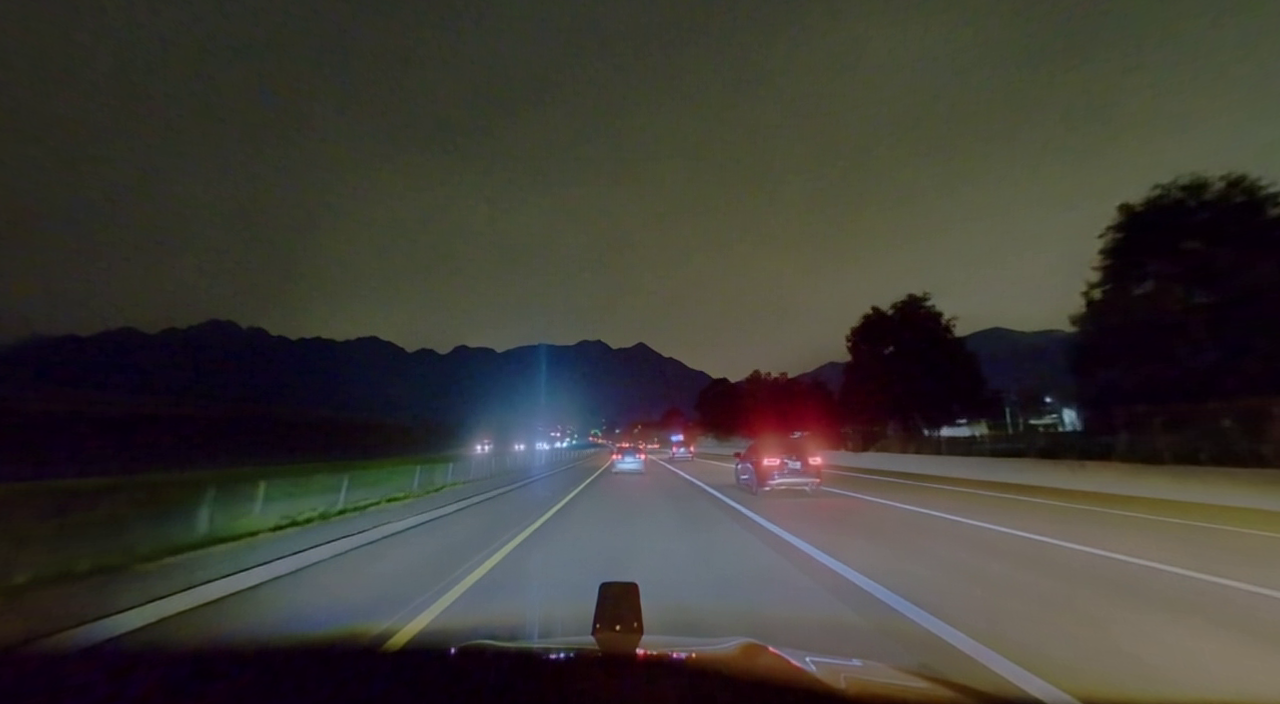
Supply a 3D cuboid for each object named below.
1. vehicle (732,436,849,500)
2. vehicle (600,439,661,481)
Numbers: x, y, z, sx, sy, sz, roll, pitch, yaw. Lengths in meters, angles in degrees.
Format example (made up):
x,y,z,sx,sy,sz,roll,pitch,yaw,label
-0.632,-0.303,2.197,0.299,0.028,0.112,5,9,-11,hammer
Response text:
x,y,z,sx,sy,sz,roll,pitch,yaw,label
3.796,3.007,16.725,1.957,1.447,4.241,0,-8,-1,vehicle
-0.333,4.014,23.618,2.085,1.449,3.860,0,-8,0,vehicle
